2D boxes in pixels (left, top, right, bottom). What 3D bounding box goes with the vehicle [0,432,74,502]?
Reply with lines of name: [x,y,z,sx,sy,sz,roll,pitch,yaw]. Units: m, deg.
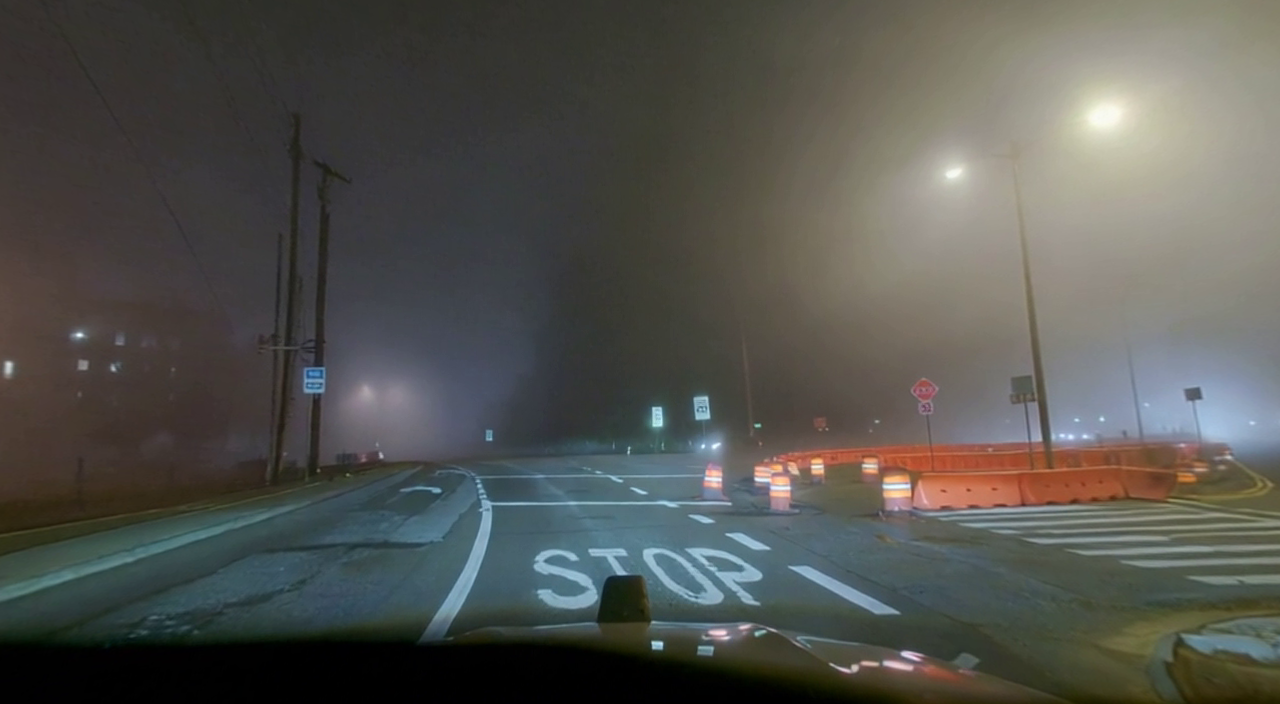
vehicle: [-17.352,3.151,17.577,2.159,1.734,4.292,8,-12,-41]

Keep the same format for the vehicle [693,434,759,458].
vehicle: [6.179,6.797,45.469,4.302,1.628,1.957,1,-9,-7]
